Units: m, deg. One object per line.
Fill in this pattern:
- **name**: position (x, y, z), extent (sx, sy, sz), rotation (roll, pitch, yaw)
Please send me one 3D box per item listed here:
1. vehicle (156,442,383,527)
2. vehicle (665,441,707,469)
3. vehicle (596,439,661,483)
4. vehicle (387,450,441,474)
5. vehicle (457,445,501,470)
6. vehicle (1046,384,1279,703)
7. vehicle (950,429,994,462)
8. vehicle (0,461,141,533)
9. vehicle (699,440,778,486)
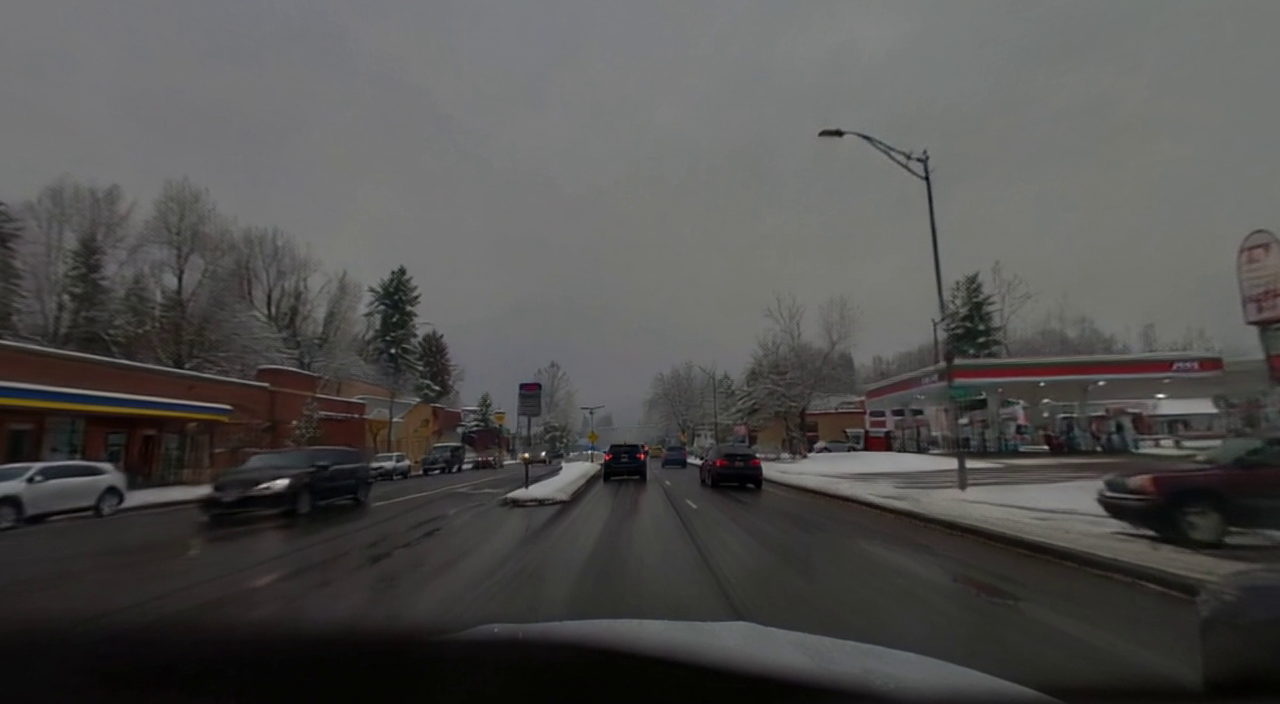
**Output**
- **vehicle**: position (-7.860, 2.822, 14.191), extent (2.240, 1.550, 4.760), rotation (0, -9, 0)
- **vehicle**: position (2.718, 6.181, 38.170), extent (2.098, 1.527, 3.966), rotation (0, -9, -2)
- **vehicle**: position (-0.429, 4.093, 24.112), extent (2.232, 1.508, 4.319), rotation (0, -9, -1)
- **vehicle**: position (-15.475, 7.551, 43.562), extent (1.842, 1.509, 4.881), rotation (-1, -9, 1)
- **vehicle**: position (-11.306, 7.439, 44.721), extent (1.997, 1.677, 4.327), rotation (0, -9, -1)
- **vehicle**: position (3.101, 0.676, 0.823), extent (2.097, 1.502, 4.470), rotation (0, -9, -1)
- **vehicle**: position (18.598, 5.228, 35.488), extent (1.937, 1.691, 4.746), rotation (-5, -10, 26)
- **vehicle**: position (-14.971, 3.426, 15.277), extent (2.007, 1.463, 4.792), rotation (0, -9, -1)
- **vehicle**: position (3.388, 3.911, 22.603), extent (2.060, 1.471, 4.168), rotation (0, -9, -1)
